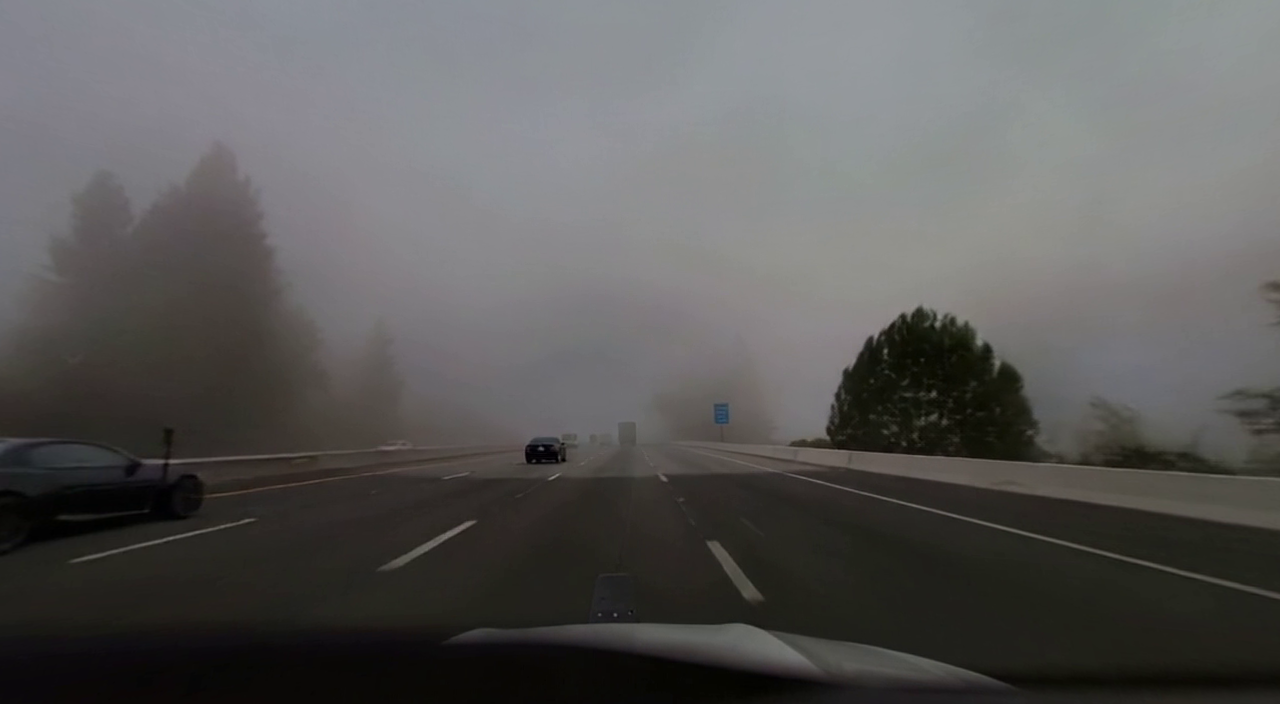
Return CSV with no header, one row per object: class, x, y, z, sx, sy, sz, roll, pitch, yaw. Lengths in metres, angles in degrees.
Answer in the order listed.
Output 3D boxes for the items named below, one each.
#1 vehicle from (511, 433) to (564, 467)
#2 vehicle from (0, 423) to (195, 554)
vehicle,-4.858,4.677,30.290,1.912,1.495,3.703,0,-7,0
vehicle,-8.274,1.680,8.142,1.973,1.470,4.270,0,-7,-1
